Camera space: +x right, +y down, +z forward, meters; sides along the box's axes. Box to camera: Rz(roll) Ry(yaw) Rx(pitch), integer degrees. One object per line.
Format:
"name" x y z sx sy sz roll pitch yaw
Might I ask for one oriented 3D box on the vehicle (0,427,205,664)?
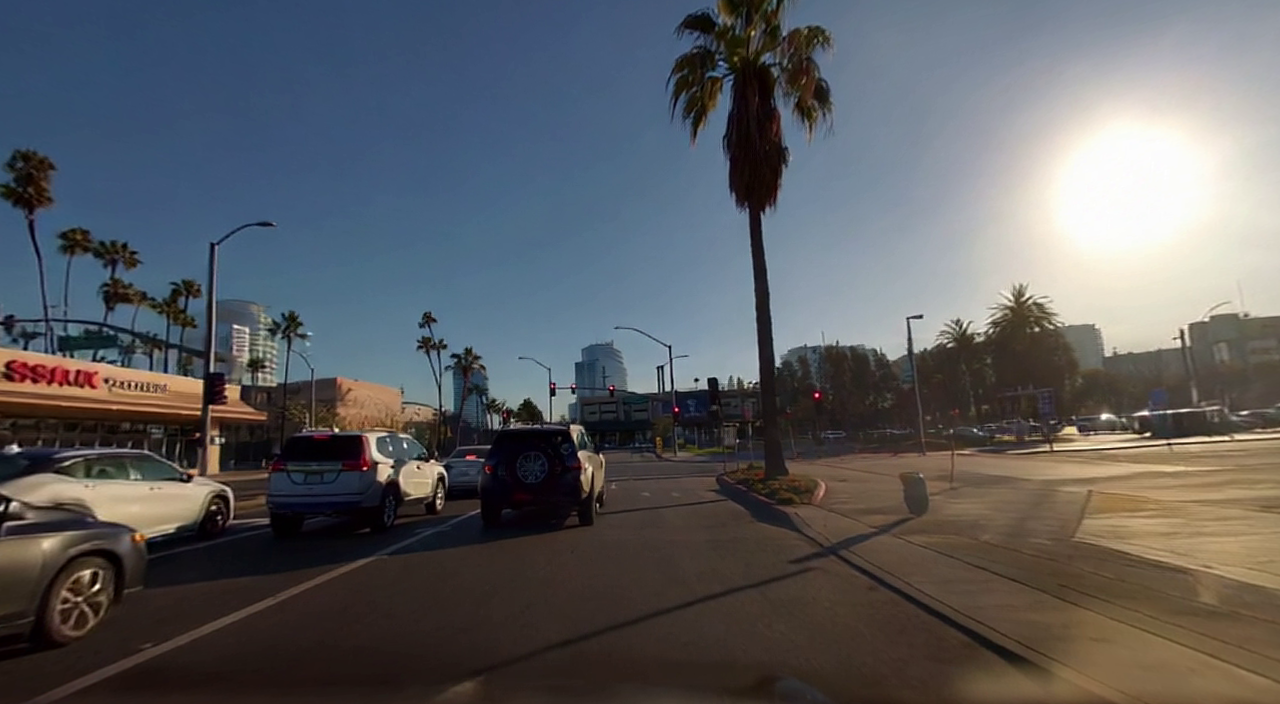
"vehicle" -5.234 1.223 3.735 1.885 1.567 4.775 0 -9 1

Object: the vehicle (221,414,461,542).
"vehicle" -5.116 2.227 11.802 2.025 1.862 4.804 0 -9 1

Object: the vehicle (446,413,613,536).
"vehicle" -1.689 2.097 11.352 2.153 1.759 4.320 0 -9 1
